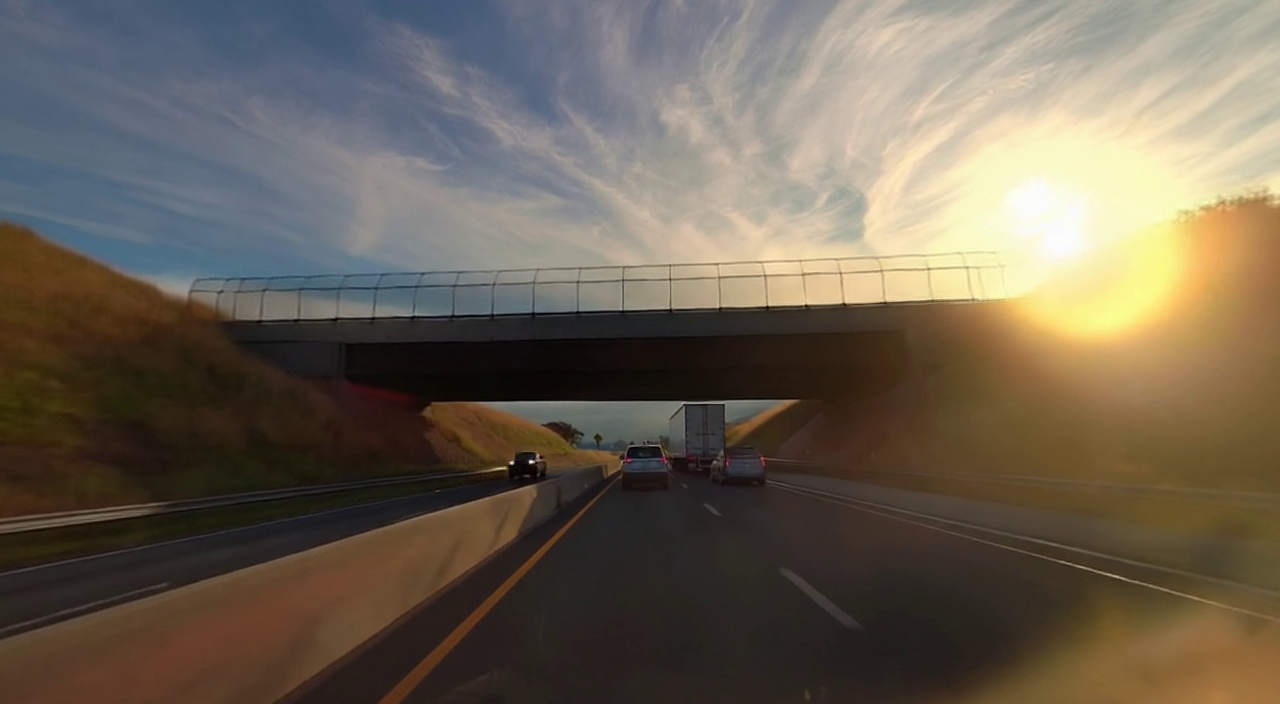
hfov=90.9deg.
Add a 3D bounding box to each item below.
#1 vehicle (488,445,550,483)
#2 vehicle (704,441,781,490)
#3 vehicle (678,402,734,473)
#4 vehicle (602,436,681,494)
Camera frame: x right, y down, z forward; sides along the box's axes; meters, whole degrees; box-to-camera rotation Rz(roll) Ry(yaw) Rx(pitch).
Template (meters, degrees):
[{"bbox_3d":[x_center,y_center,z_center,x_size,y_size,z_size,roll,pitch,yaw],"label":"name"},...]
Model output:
[{"bbox_3d":[-6.171,5.754,32.608,2.233,1.685,4.222,-3,-9,2],"label":"vehicle"},{"bbox_3d":[3.409,3.856,21.674,1.972,1.505,3.946,-1,-9,0],"label":"vehicle"},{"bbox_3d":[3.912,5.330,38.921,2.948,3.974,6.480,-1,-9,2],"label":"vehicle"},{"bbox_3d":[0.082,3.585,20.243,2.256,1.615,4.114,-1,-9,1],"label":"vehicle"}]
